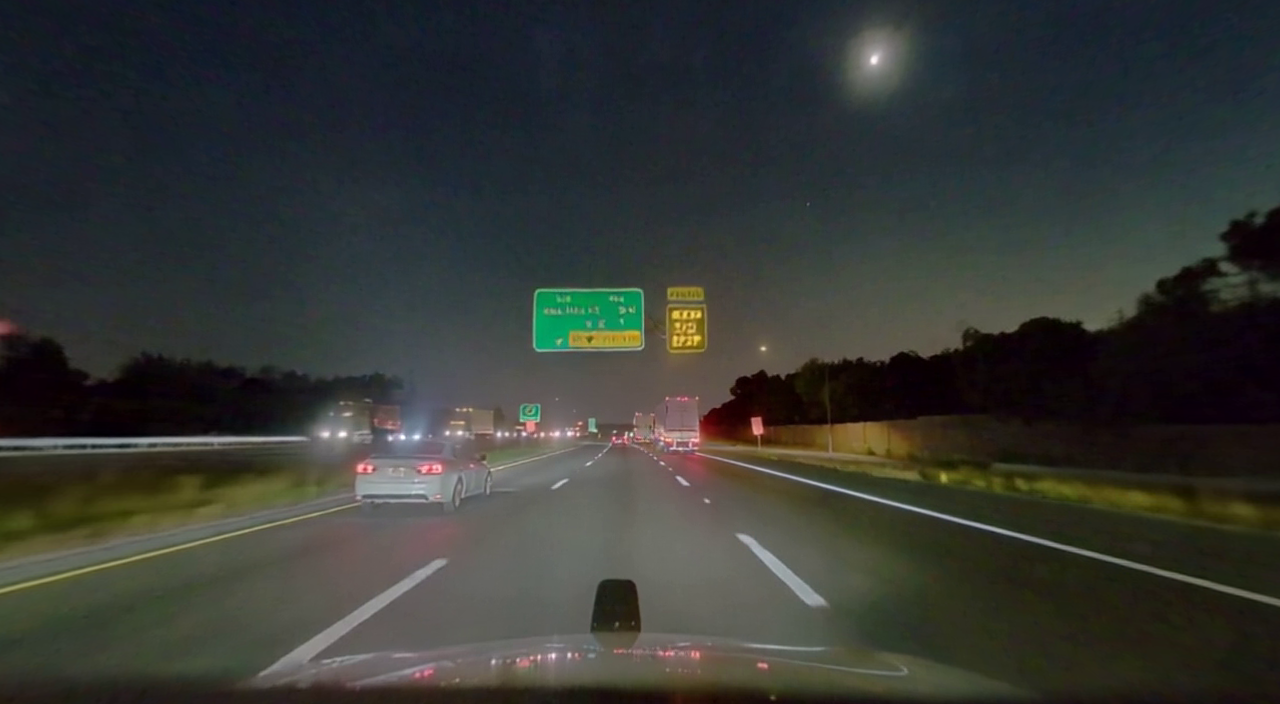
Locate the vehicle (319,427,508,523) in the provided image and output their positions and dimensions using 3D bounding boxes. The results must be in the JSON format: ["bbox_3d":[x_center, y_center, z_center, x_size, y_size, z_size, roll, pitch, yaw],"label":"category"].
[{"bbox_3d":[-3.906,2.168,11.826,1.971,1.444,4.401,0,-8,-1],"label":"vehicle"}]

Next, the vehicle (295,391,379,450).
[{"bbox_3d":[-20.498,4.741,43.002,2.925,3.762,5.701,0,-7,-1],"label":"vehicle"}]
